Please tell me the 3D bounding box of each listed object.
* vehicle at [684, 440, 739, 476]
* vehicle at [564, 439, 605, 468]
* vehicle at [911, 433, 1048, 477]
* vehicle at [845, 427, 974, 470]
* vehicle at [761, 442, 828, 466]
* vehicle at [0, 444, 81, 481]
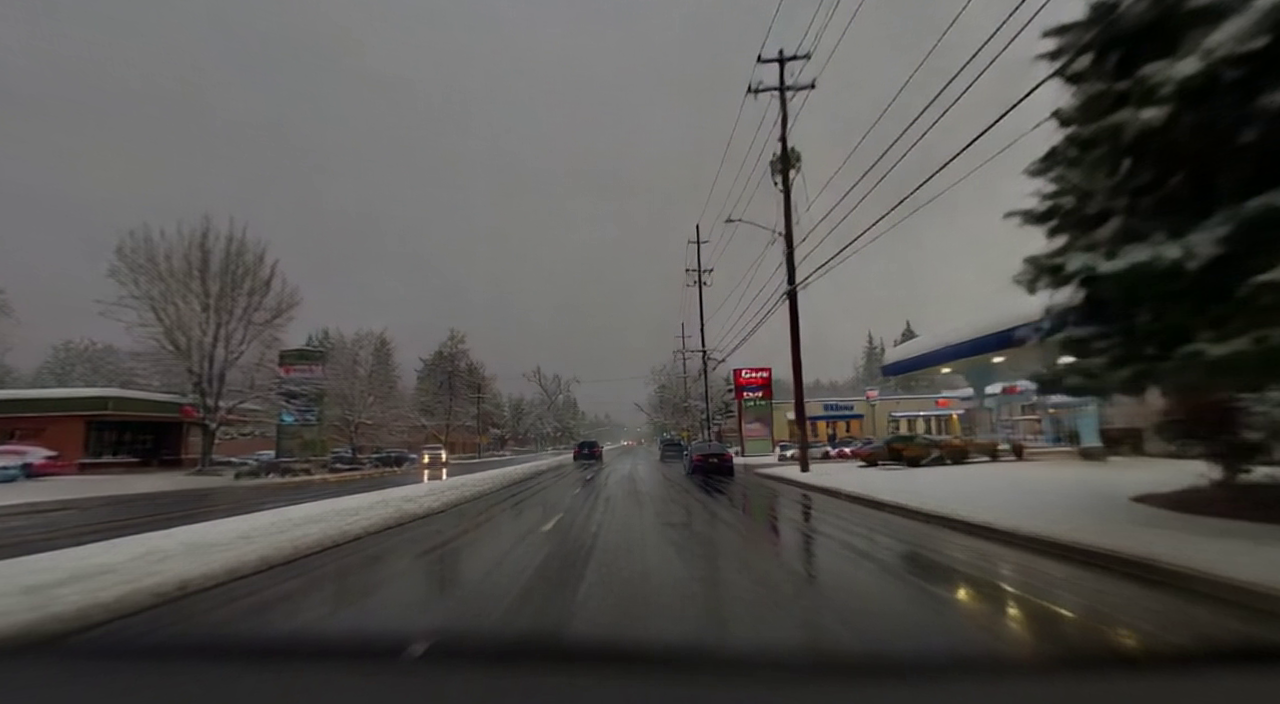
[{"bbox_3d":[3.338,5.028,30.134,1.978,1.455,4.195,3,-9,-1],"label":"vehicle"},{"bbox_3d":[-3.331,6.200,38.576,2.047,1.664,4.148,0,-9,0],"label":"vehicle"},{"bbox_3d":[12.919,3.913,24.105,4.126,1.523,2.063,1,-9,-11],"label":"vehicle"},{"bbox_3d":[12.148,4.381,28.644,4.832,1.813,2.170,0,-9,-5],"label":"vehicle"},{"bbox_3d":[10.936,7.232,44.814,4.144,1.540,1.913,-1,-7,-7],"label":"vehicle"},{"bbox_3d":[-31.307,5.585,31.981,1.859,1.704,4.366,-1,-9,-1],"label":"vehicle"}]
